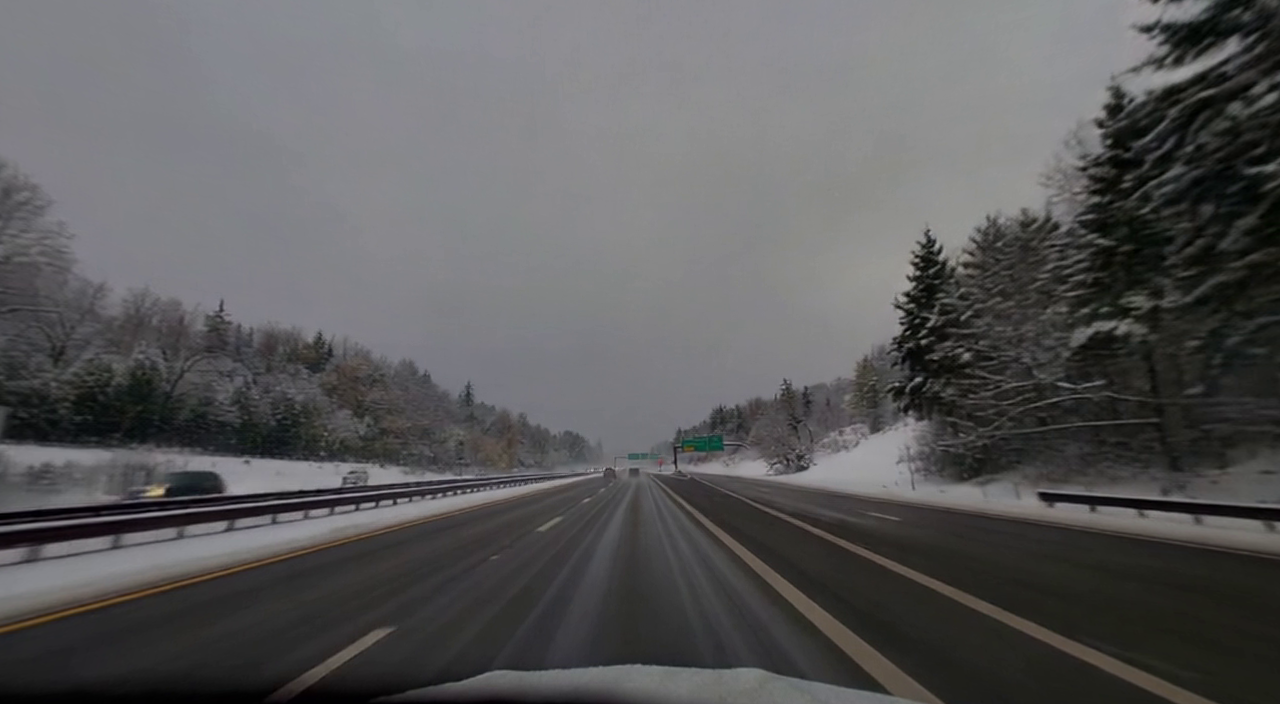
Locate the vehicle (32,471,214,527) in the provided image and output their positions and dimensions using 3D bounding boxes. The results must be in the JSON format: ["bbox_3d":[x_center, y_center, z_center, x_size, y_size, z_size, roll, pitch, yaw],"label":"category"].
[{"bbox_3d":[-16.179,4.594,20.139,1.874,1.496,4.616,1,-11,0],"label":"vehicle"}]
